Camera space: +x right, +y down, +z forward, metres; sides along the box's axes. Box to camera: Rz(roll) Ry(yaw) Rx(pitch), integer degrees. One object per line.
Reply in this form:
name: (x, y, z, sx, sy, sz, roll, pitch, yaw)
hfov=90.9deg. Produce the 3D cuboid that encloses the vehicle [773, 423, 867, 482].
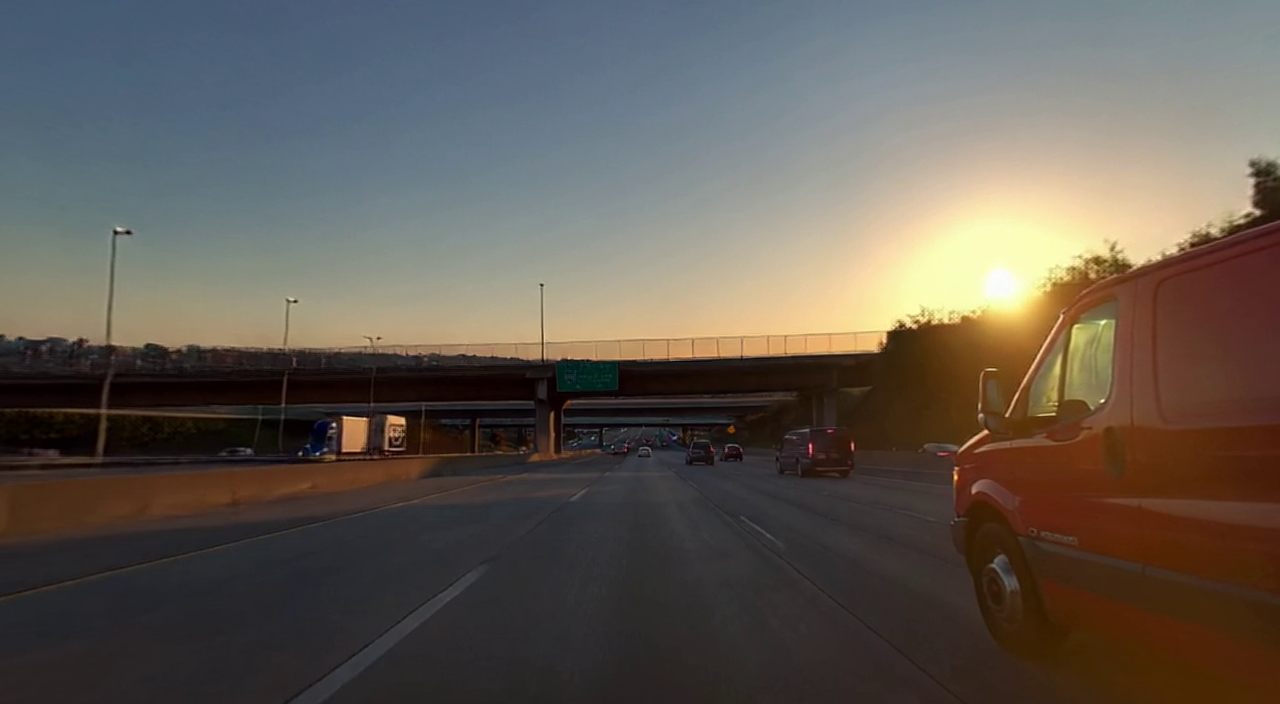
vehicle: (7.326, 4.177, 26.397, 2.301, 2.203, 5.419, 0, -8, 0)

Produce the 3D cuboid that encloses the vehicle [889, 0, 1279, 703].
vehicle: (3.173, 0.150, 1.286, 2.436, 2.745, 7.034, 0, -8, 0)

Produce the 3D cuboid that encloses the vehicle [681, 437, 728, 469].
vehicle: (4.222, 6.701, 42.212, 2.464, 1.961, 5.520, 0, -8, -1)
